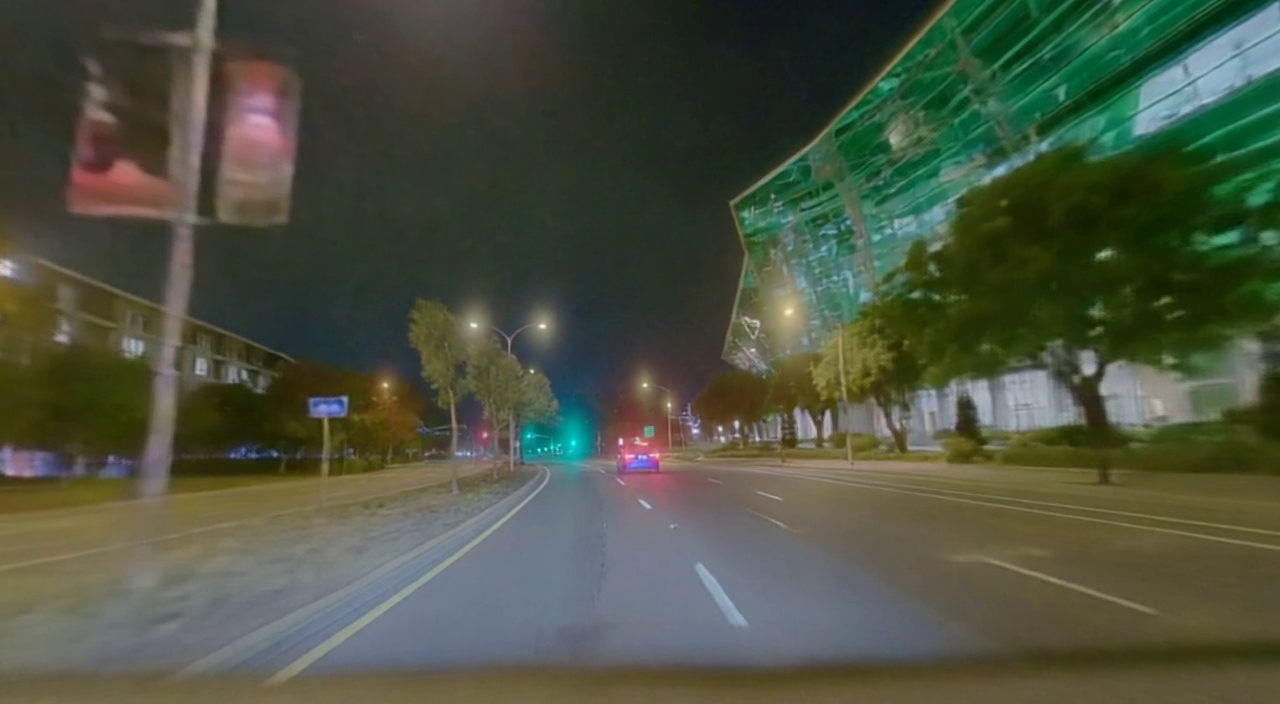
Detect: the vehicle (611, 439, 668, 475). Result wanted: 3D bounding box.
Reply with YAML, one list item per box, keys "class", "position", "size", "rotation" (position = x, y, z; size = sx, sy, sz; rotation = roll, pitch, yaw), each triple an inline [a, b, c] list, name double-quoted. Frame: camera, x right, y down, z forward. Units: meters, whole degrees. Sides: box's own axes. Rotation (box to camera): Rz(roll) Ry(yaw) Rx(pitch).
- class: "vehicle"
  position: [-0.128, 5.272, 31.935]
  size: [2.165, 1.633, 4.381]
  rotation: [1, -9, -10]
